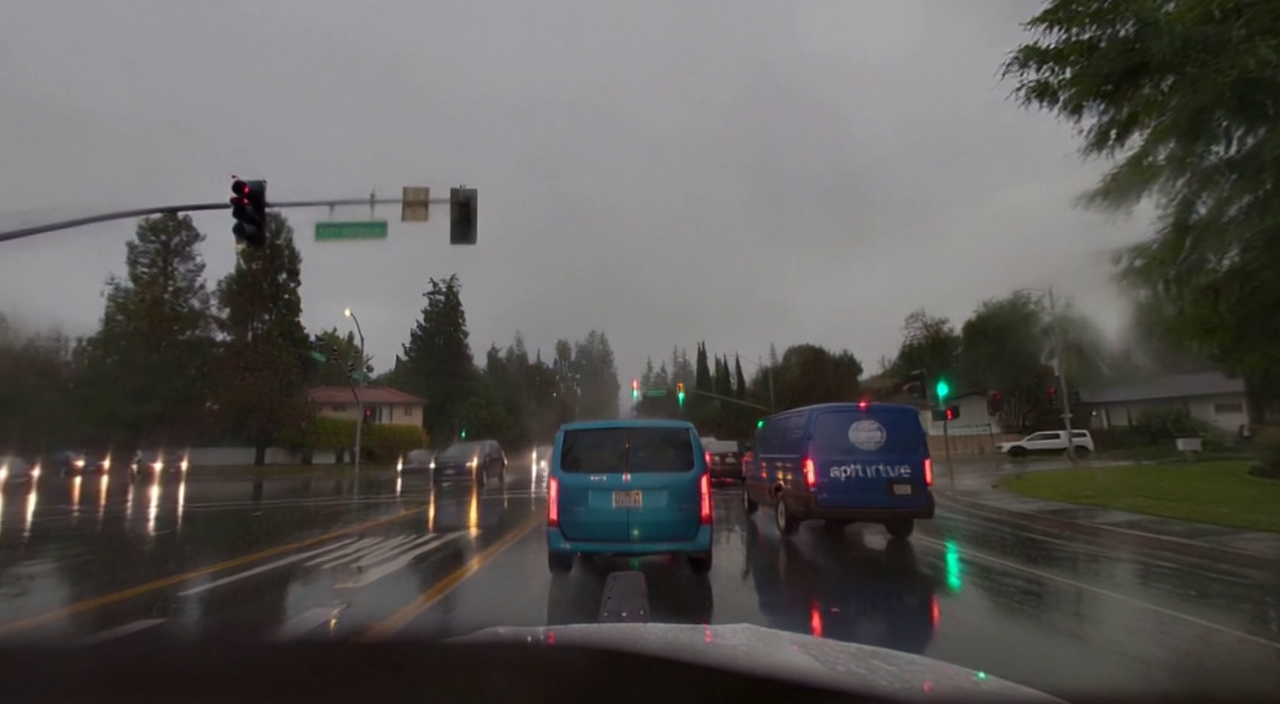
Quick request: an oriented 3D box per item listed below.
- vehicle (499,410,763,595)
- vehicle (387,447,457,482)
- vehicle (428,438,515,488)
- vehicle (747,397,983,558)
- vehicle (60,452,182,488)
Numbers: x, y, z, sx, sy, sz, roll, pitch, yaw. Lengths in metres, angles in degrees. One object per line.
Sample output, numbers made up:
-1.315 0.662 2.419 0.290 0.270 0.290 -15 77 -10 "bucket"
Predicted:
-0.072 1.658 7.801 2.321 1.624 4.367 0 -8 0 "vehicle"
-10.308 5.334 30.021 1.881 1.515 4.262 0 -8 -1 "vehicle"
-6.543 4.345 25.001 2.070 1.775 4.703 0 -8 1 "vehicle"
3.084 1.832 9.780 2.059 1.924 4.257 0 -8 0 "vehicle"
-25.259 5.733 30.710 4.073 1.603 1.920 1 -9 -8 "vehicle"
